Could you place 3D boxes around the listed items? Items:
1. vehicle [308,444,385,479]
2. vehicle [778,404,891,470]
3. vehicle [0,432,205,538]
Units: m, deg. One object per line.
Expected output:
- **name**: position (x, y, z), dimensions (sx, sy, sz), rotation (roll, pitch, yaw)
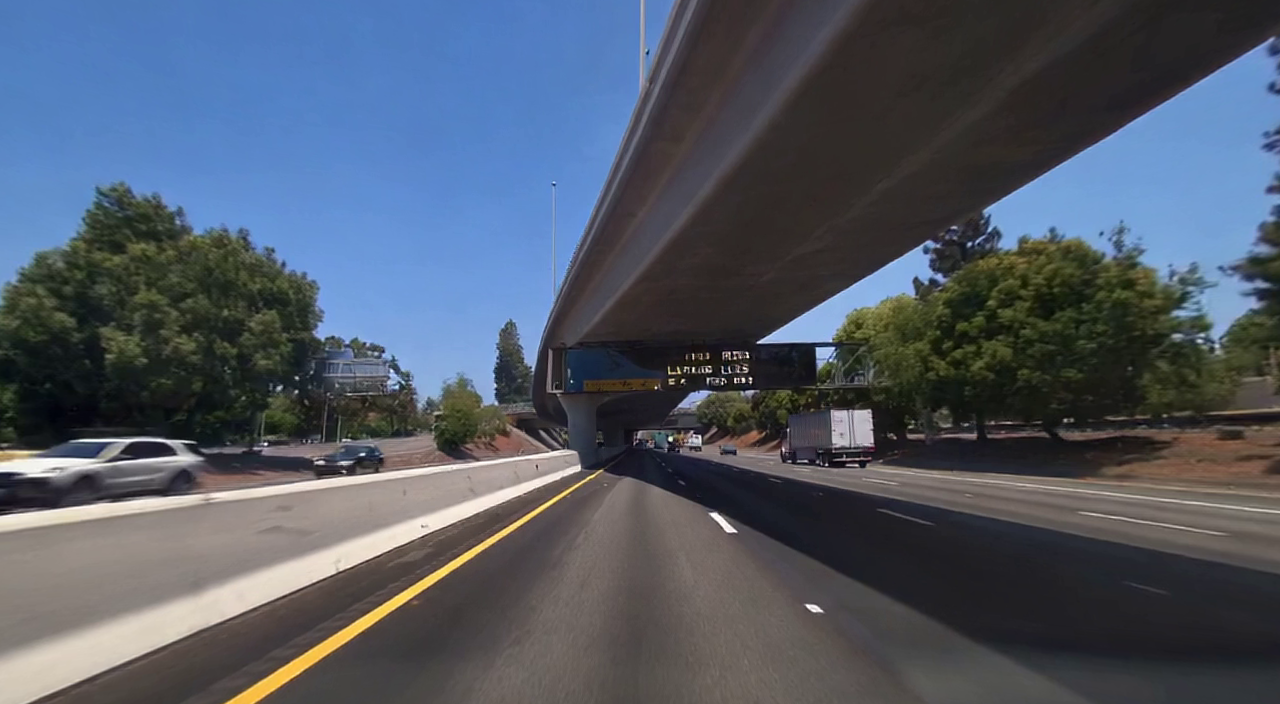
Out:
- **vehicle**: position (-13.990, 5.201, 30.317), dimensions (1.794, 1.548, 3.897), rotation (0, -8, 0)
- **vehicle**: position (10.850, 5.019, 36.763), dimensions (2.960, 3.207, 10.950), rotation (0, -8, -1)
- **vehicle**: position (-10.400, 2.319, 11.638), dimensions (1.810, 1.593, 3.998), rotation (0, -8, 1)
